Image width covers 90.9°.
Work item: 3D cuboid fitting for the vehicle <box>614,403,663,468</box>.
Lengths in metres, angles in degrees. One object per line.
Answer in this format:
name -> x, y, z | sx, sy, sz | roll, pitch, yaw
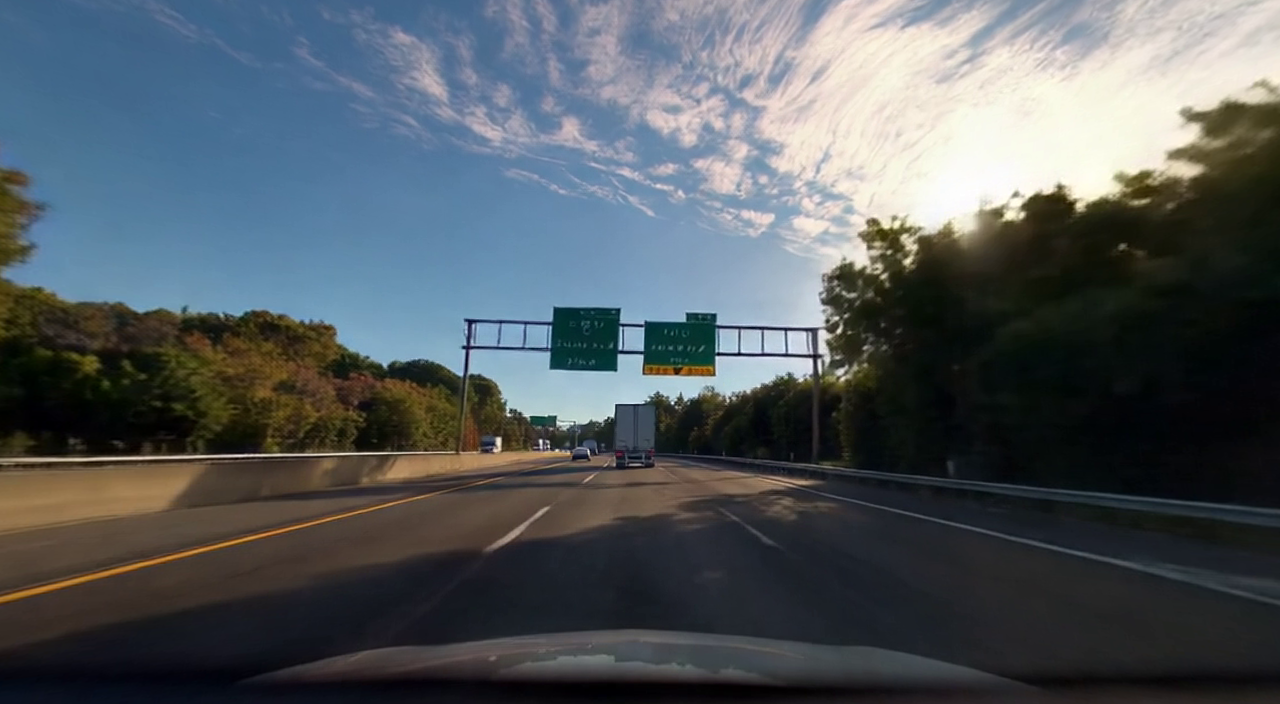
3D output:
vehicle -> -0.265, 5.869, 43.541 | 2.962, 3.953, 10.696 | 0, -9, -2
